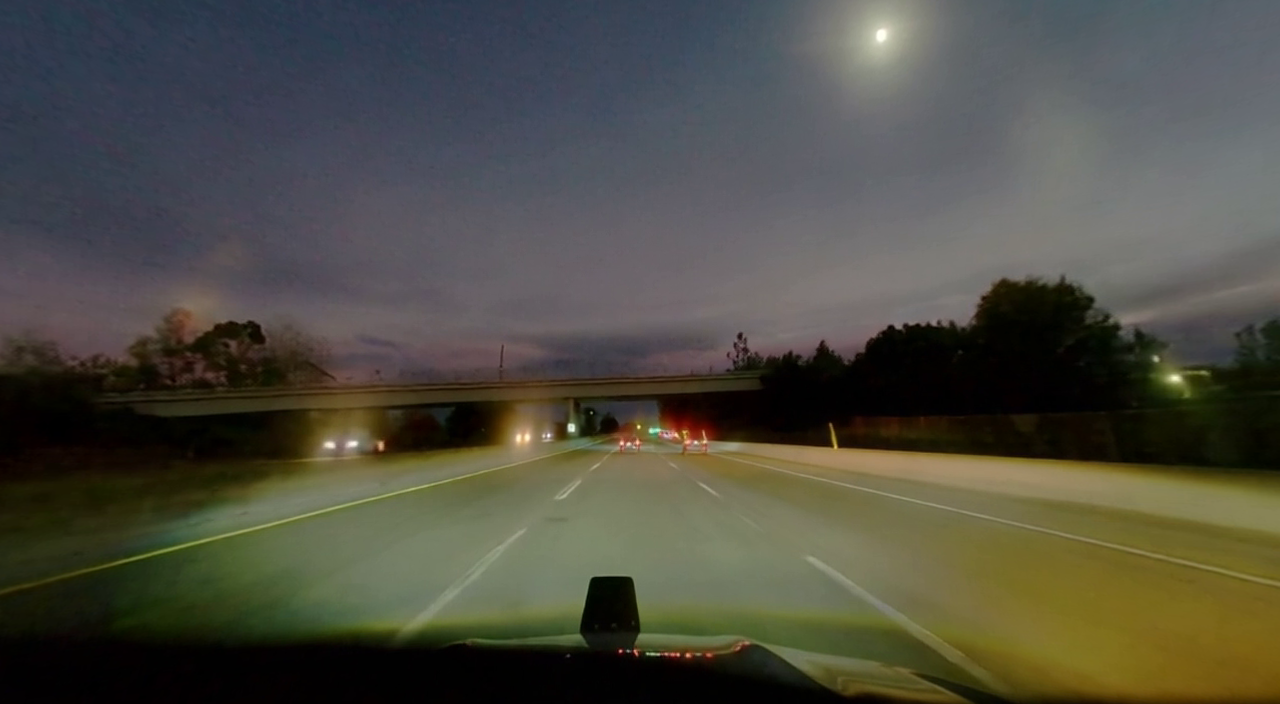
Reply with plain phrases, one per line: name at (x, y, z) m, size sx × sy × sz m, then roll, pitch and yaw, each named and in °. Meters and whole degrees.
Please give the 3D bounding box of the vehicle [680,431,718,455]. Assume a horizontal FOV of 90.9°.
vehicle at (3.965, 6.178, 43.028) m, size 2.056 × 1.508 × 4.093 m, roll 0°, pitch -8°, yaw -2°

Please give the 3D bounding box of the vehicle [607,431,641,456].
vehicle at (-0.952, 5.592, 38.757) m, size 1.987 × 1.440 × 3.565 m, roll 0°, pitch -8°, yaw -1°
